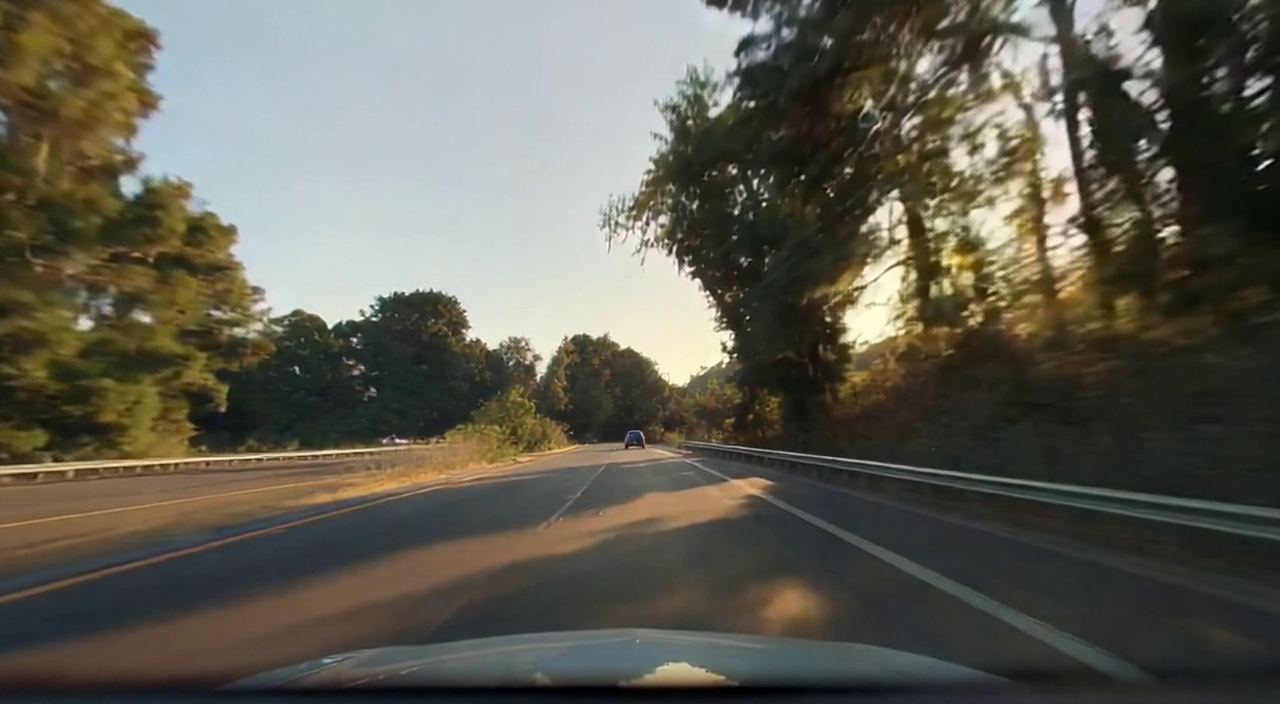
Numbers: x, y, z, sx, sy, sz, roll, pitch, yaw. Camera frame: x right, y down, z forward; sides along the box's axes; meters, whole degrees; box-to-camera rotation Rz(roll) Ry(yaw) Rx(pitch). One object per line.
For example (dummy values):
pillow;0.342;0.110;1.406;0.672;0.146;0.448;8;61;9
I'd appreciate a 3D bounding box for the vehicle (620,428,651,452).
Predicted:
vehicle;-0.405;6.859;49.214;2.240;1.801;4.545;0;-8;-2
